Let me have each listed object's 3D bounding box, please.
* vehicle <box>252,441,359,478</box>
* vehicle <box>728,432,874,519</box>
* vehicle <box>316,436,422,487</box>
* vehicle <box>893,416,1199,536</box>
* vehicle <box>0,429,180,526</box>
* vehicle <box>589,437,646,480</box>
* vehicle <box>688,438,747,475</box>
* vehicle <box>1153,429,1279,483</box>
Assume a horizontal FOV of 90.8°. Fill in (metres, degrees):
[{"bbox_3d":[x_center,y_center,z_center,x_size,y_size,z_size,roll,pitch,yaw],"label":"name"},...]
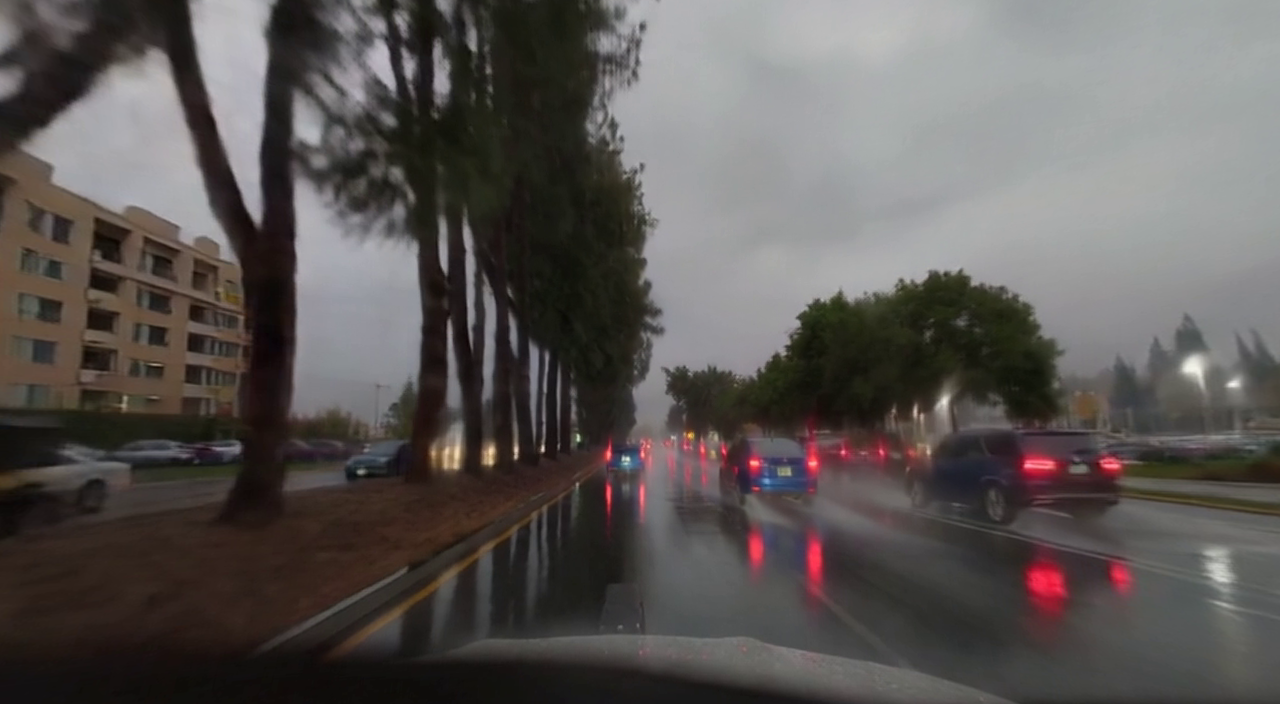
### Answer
[{"bbox_3d":[-16.283,5.236,31.209,2.115,1.621,5.840,0,-8,0],"label":"vehicle"},{"bbox_3d":[3.067,2.425,12.904,1.852,1.498,3.825,0,-8,-2],"label":"vehicle"},{"bbox_3d":[-9.292,3.775,22.084,1.953,1.612,4.204,0,-8,-2],"label":"vehicle"},{"bbox_3d":[7.145,2.244,12.136,2.224,1.772,5.325,0,-8,-1],"label":"vehicle"},{"bbox_3d":[-12.459,2.560,13.404,1.954,1.715,4.518,0,-8,0],"label":"vehicle"},{"bbox_3d":[-0.784,4.009,23.996,1.994,1.479,3.647,0,-8,0],"label":"vehicle"},{"bbox_3d":[3.296,4.536,27.615,1.908,1.453,4.230,0,-8,-2],"label":"vehicle"},{"bbox_3d":[20.664,3.490,21.361,4.697,1.691,2.106,0,-8,0],"label":"vehicle"}]
